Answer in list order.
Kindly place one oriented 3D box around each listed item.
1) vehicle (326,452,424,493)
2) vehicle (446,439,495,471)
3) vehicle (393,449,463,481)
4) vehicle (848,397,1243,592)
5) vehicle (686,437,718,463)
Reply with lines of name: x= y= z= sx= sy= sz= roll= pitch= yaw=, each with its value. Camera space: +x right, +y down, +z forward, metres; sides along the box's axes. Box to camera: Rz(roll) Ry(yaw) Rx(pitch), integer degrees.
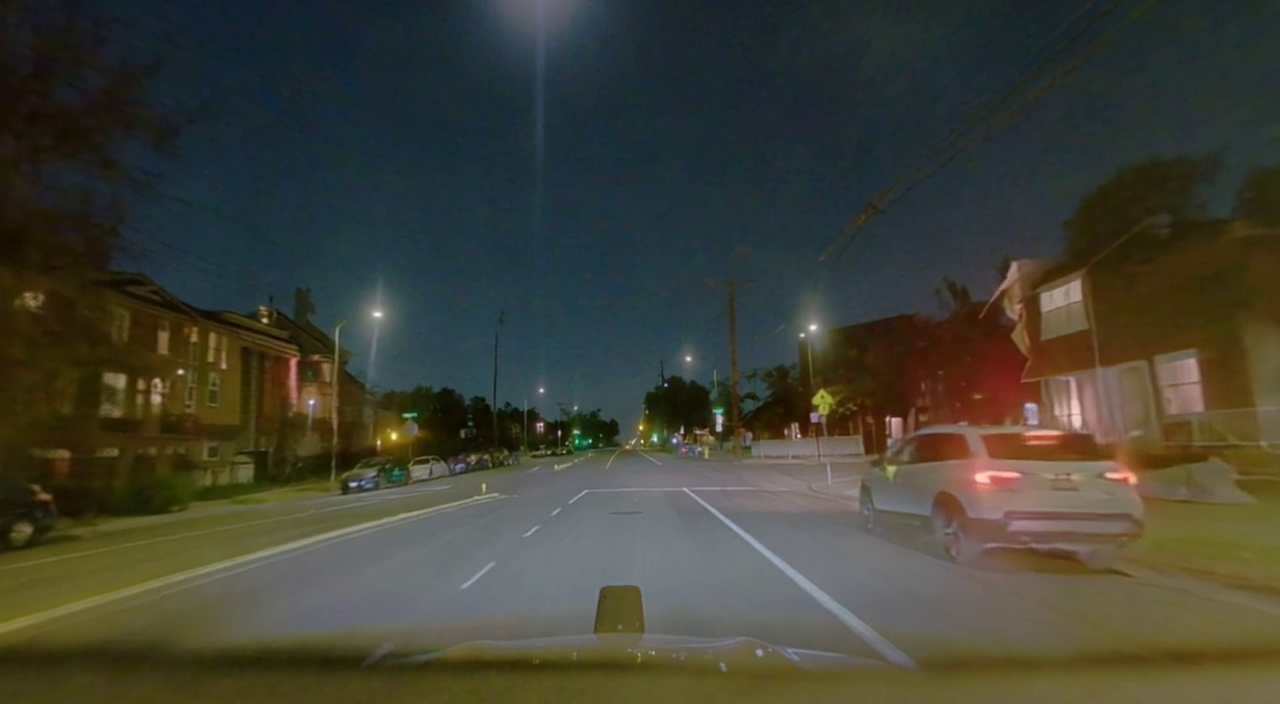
vehicle: x=-11.166 y=5.073 z=27.050 sx=1.970 sy=1.523 sz=4.702 roll=-1 pitch=-8 yaw=2
vehicle: x=-11.223 y=6.850 z=42.278 sx=2.056 sy=1.980 sz=4.763 roll=0 pitch=-8 yaw=-1
vehicle: x=-11.129 y=5.937 z=33.554 sx=2.082 sy=1.540 sz=4.654 roll=0 pitch=-8 yaw=0
vehicle: x=4.518 y=1.647 z=8.116 sx=2.126 sy=1.802 sz=4.259 roll=0 pitch=-8 yaw=-2
vehicle: x=4.293 y=6.844 z=44.277 sx=1.867 sy=1.680 sz=4.176 roll=0 pitch=-8 yaw=0
